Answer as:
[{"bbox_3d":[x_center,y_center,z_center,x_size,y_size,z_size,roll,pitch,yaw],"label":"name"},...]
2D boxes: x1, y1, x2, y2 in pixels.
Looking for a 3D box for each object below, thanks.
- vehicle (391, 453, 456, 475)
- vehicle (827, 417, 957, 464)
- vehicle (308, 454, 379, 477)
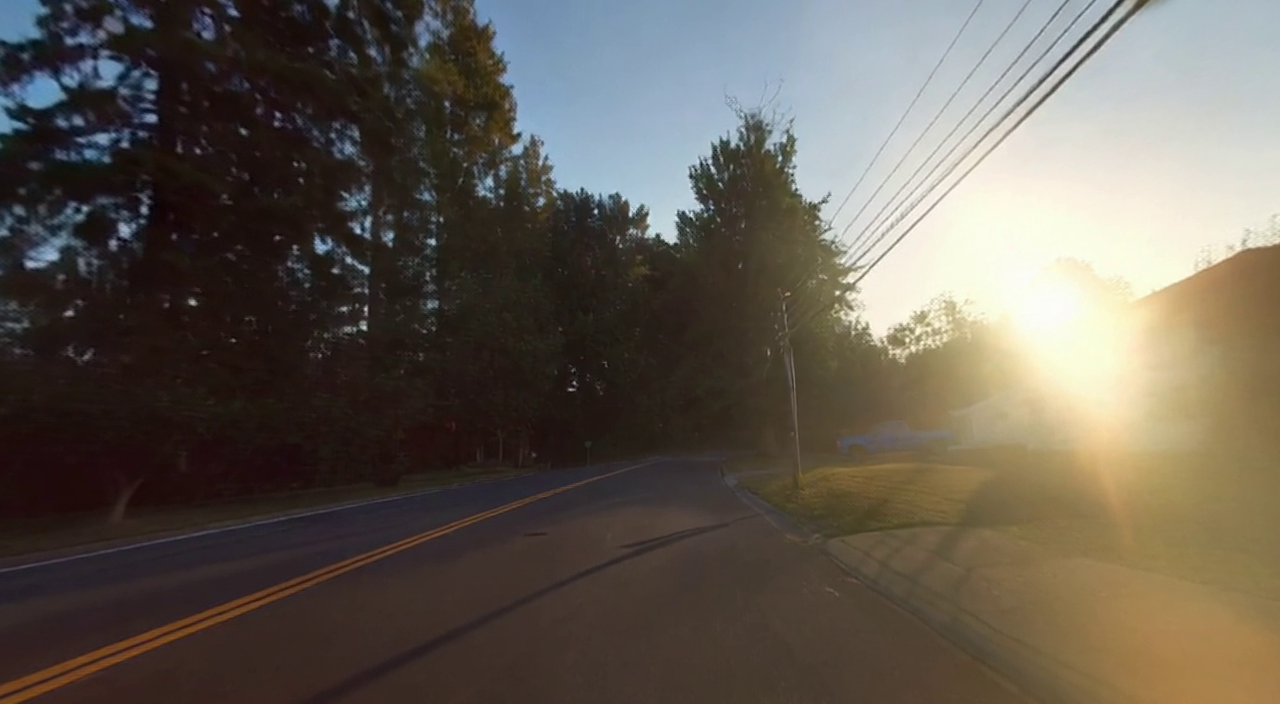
[{"bbox_3d":[-16.748,8.675,48.824,4.270,1.481,1.972,-4,-9,12],"label":"vehicle"},{"bbox_3d":[12.731,4.576,32.305,5.704,1.788,2.095,-7,-11,11],"label":"vehicle"},{"bbox_3d":[-23.482,8.967,49.991,4.751,1.489,2.052,-5,-9,9],"label":"vehicle"}]
